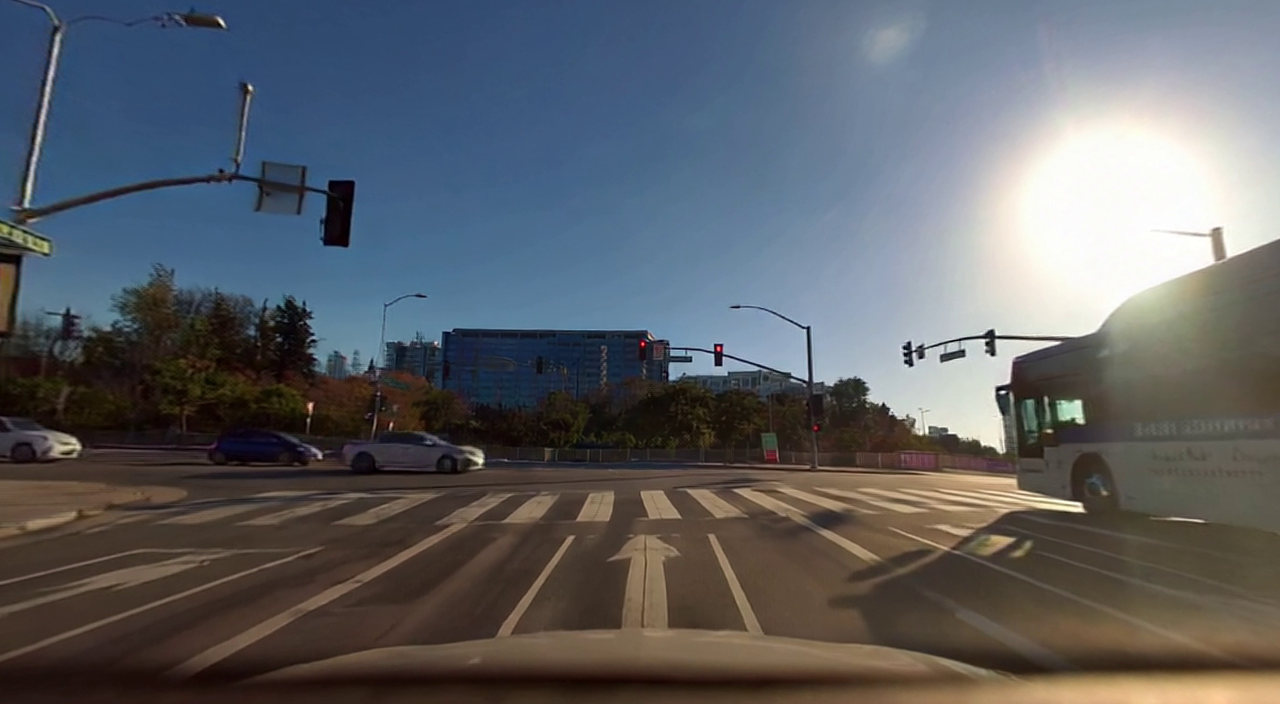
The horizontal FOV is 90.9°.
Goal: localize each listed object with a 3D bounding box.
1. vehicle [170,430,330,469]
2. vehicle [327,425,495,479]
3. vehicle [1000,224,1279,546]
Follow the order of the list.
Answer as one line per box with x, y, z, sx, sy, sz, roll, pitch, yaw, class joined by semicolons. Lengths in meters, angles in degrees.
-15.854;3.990;25.988;5.203;1.488;1.907;3;-9;-18;vehicle
-7.583;3.393;21.283;5.014;1.675;1.906;4;-9;-18;vehicle
9.550;0.468;8.222;2.916;4.009;13.397;0;-8;5;vehicle
